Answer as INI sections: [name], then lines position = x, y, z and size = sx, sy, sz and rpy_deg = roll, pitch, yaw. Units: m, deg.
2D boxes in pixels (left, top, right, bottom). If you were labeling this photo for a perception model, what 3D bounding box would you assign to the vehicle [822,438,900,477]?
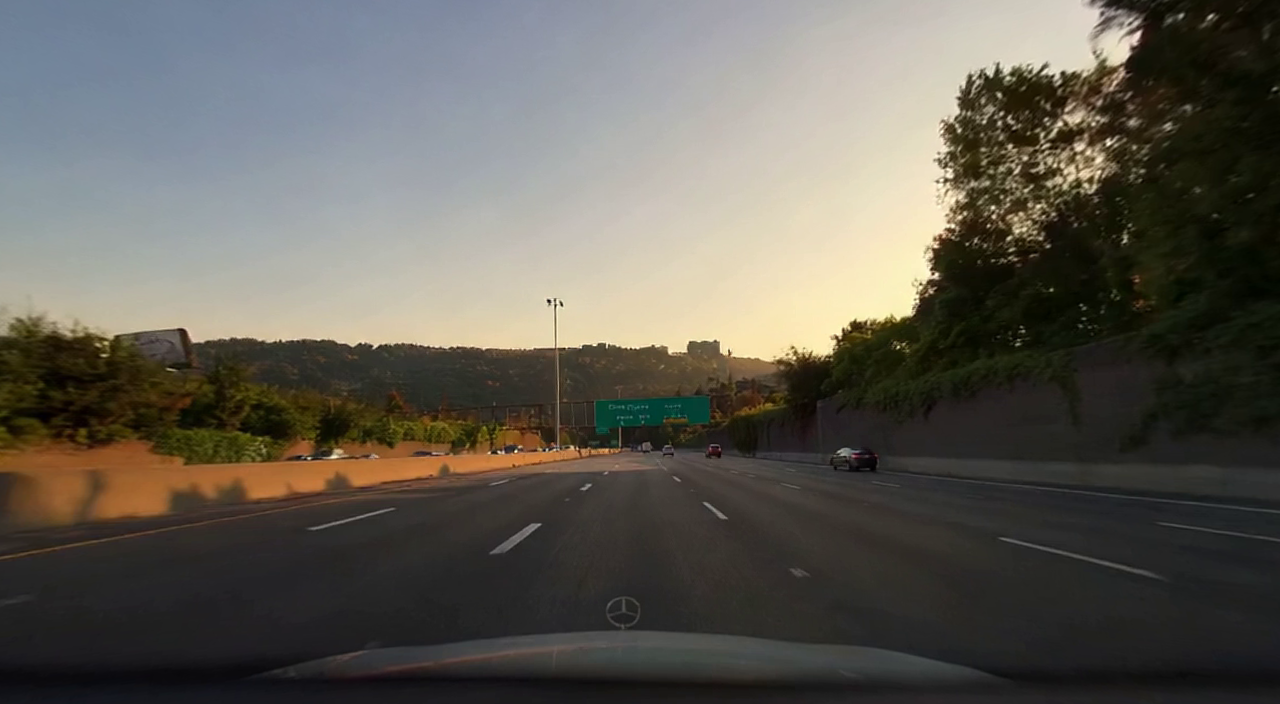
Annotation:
[vehicle]
position = 10.718, 5.152, 30.924
size = 2.167, 1.781, 4.340
rpy_deg = 0, -9, -1
